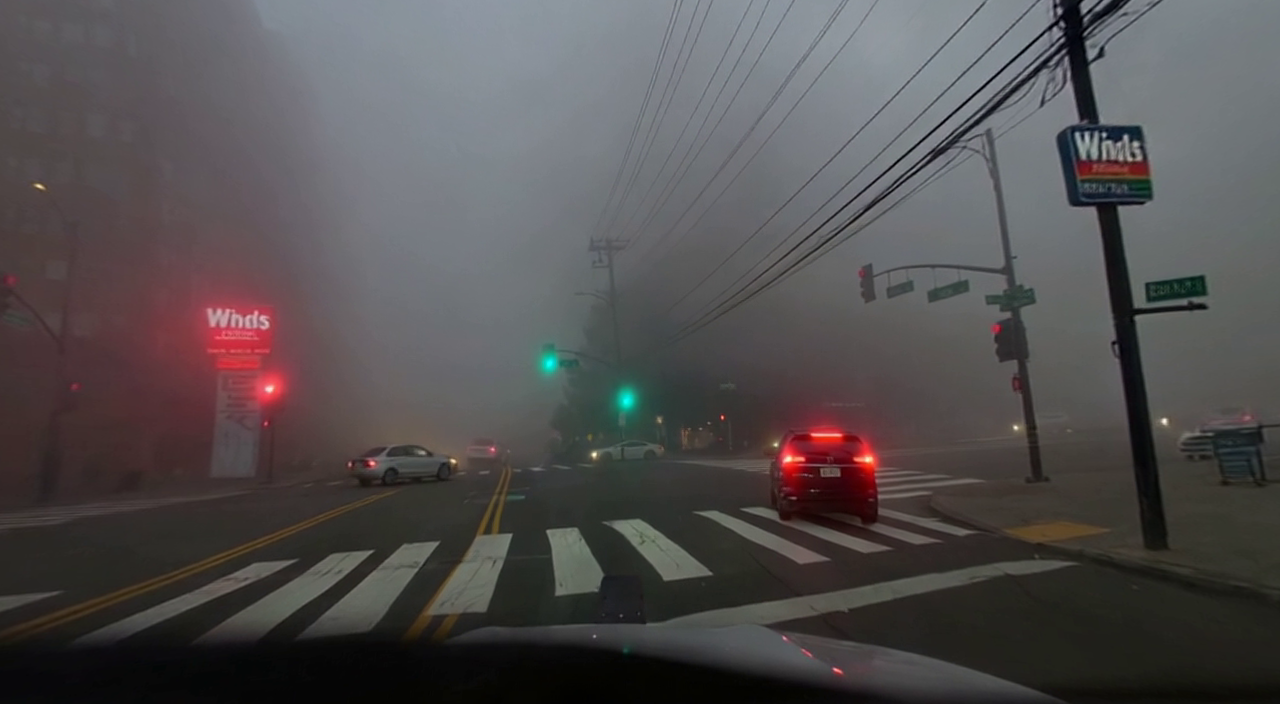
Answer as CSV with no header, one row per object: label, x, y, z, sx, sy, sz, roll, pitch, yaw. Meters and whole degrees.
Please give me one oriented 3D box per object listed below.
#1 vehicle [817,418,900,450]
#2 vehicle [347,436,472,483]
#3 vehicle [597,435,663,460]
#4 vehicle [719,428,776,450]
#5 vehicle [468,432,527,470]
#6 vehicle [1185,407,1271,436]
vehicle,12.745,4.828,36.889,4.474,1.788,2.039,4,-10,-29
vehicle,-8.637,4.058,24.119,2.166,1.579,4.300,-3,-9,19
vehicle,-0.746,6.958,46.160,4.506,1.733,1.857,2,-9,-14
vehicle,7.557,6.181,44.645,1.866,1.430,3.901,5,-10,-31
vehicle,-7.030,4.929,31.594,2.105,1.761,4.292,0,-8,-3
vehicle,33.161,3.963,35.628,4.707,1.487,1.907,4,-9,-27
